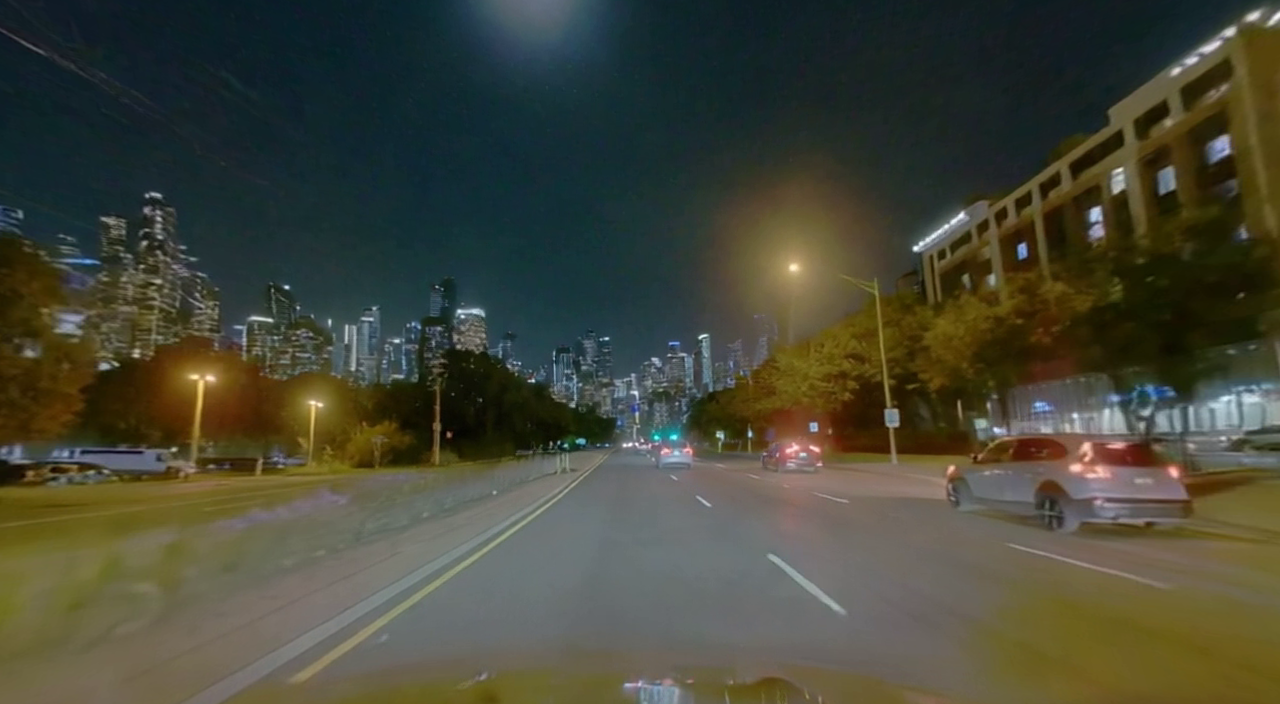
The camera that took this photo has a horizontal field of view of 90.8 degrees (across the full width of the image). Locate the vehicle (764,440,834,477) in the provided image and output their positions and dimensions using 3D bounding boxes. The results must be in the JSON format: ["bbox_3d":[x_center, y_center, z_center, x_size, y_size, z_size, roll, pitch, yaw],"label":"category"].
[{"bbox_3d":[7.213,4.885,29.169,2.029,1.548,4.422,0,-8,0],"label":"vehicle"}]

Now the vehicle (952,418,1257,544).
[{"bbox_3d":[7.459,2.090,10.864,2.025,1.719,4.161,0,-8,0],"label":"vehicle"}]

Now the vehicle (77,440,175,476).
[{"bbox_3d":[-30.013,6.190,36.971,3.883,1.989,2.208,-1,-9,6],"label":"vehicle"}]

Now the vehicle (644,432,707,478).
[{"bbox_3d":[1.408,4.366,26.994,2.227,1.794,4.457,0,-8,-3],"label":"vehicle"}]

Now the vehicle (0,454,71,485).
[{"bbox_3d":[-29.983,5.743,31.120,1.779,1.363,4.265,4,-9,-28],"label":"vehicle"}]
